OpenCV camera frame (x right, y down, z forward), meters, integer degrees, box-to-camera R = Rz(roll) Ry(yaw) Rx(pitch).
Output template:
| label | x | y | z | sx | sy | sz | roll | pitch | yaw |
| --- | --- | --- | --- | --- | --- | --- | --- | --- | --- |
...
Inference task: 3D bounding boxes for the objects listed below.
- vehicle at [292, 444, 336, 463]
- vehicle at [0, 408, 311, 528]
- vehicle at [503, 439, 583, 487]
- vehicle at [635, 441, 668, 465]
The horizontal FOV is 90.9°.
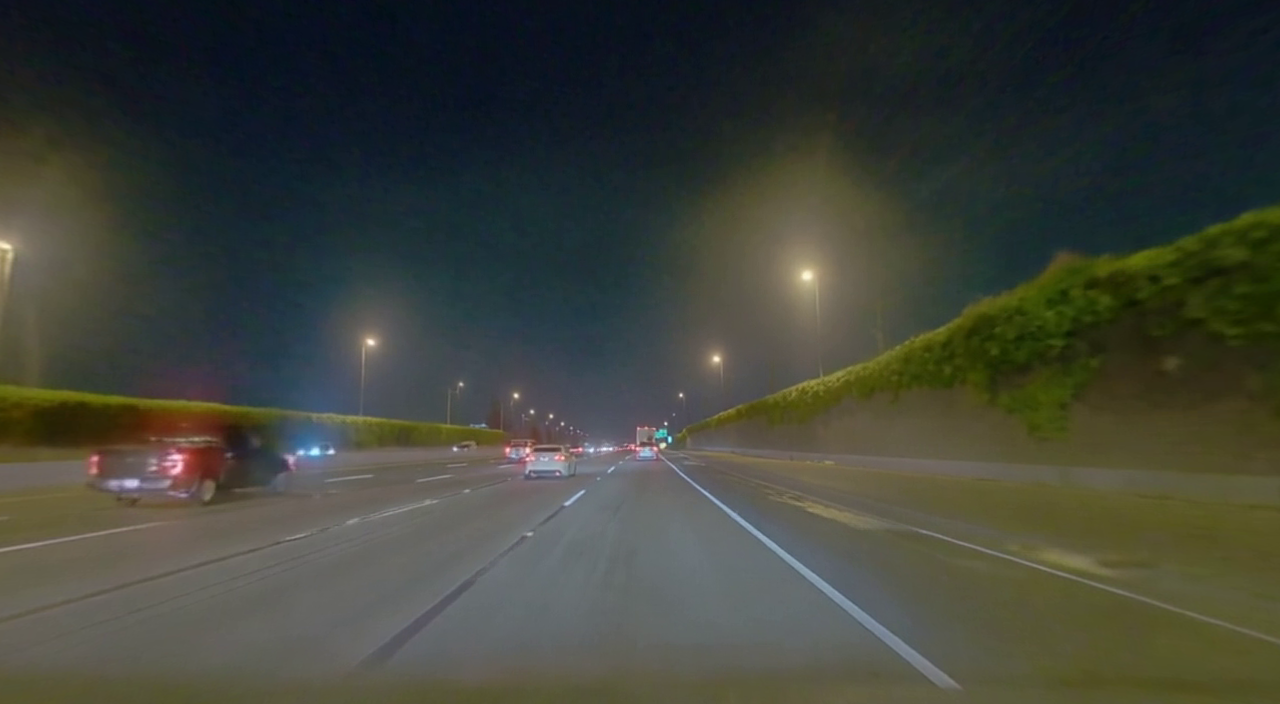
| label | x | y | z | sx | sy | sz | roll | pitch | yaw |
| --- | --- | --- | --- | --- | --- | --- | --- | --- | --- |
| vehicle | -25.264 | 7.844 | 48.963 | 1.534 | 1.418 | 3.461 | -1 | -8 | 1 |
| vehicle | -9.915 | 2.405 | 13.724 | 2.339 | 2.018 | 5.790 | 0 | -8 | 0 |
| vehicle | -3.197 | 3.743 | 21.630 | 2.056 | 1.480 | 4.022 | 0 | -8 | 1 |
| vehicle | 0.726 | 6.633 | 41.561 | 2.073 | 1.480 | 4.343 | 0 | -8 | 0 |
